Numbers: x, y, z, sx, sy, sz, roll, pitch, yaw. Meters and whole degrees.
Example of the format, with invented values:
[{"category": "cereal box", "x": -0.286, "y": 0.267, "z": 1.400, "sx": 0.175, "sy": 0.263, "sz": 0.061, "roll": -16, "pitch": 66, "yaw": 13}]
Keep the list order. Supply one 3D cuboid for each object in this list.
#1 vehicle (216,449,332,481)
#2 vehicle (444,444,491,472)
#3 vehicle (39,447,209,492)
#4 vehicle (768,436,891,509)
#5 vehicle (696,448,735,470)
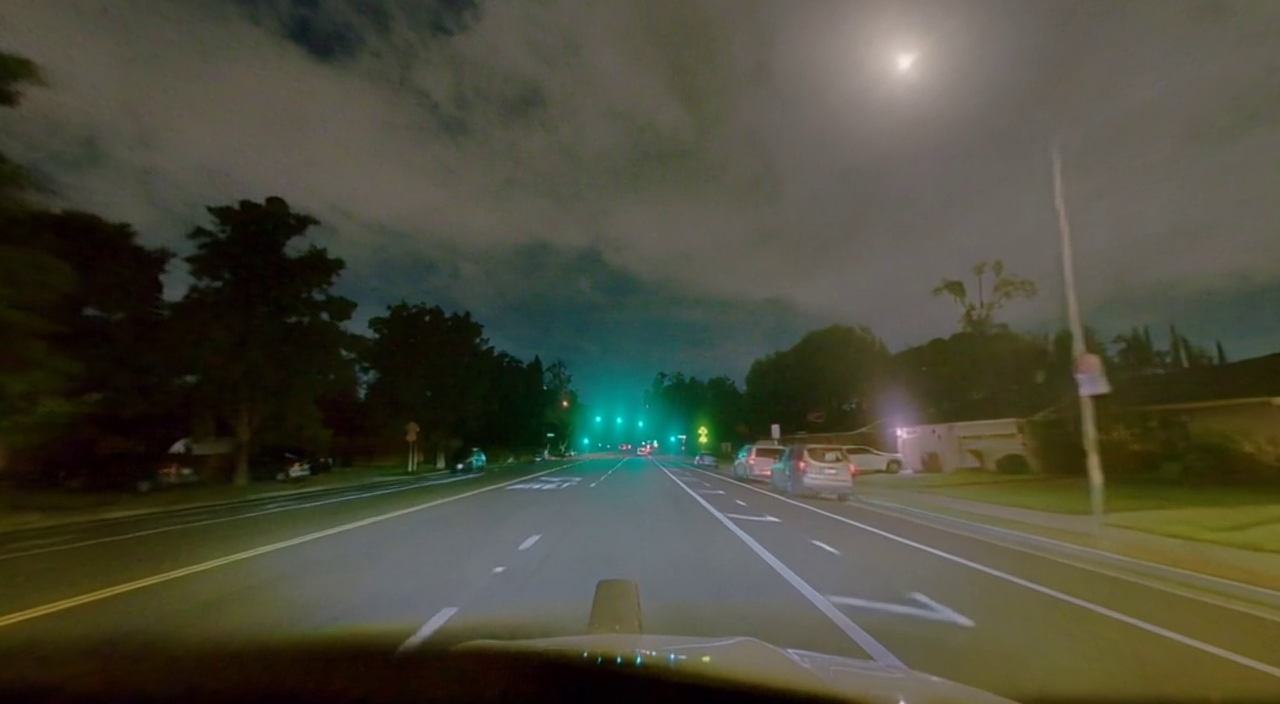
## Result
[{"category": "vehicle", "x": -17.638, "y": 5.443, "z": 30.497, "sx": 4.349, "sy": 1.457, "sz": 1.997, "roll": 0, "pitch": -9, "yaw": -1}, {"category": "vehicle", "x": -11.892, "y": 7.376, "z": 43.671, "sx": 2.061, "sy": 1.760, "sz": 4.569, "roll": -1, "pitch": -10, "yaw": -1}, {"category": "vehicle", "x": -18.121, "y": 4.111, "z": 22.252, "sx": 4.355, "sy": 1.482, "sz": 1.794, "roll": 0, "pitch": -9, "yaw": 0}, {"category": "vehicle", "x": 5.319, "y": 3.422, "z": 18.348, "sx": 2.164, "sy": 1.729, "sz": 4.488, "roll": 3, "pitch": -9, "yaw": -1}, {"category": "vehicle", "x": 5.326, "y": 7.601, "z": 45.036, "sx": 2.002, "sy": 1.461, "sz": 4.673, "roll": 1, "pitch": -9, "yaw": -2}]
